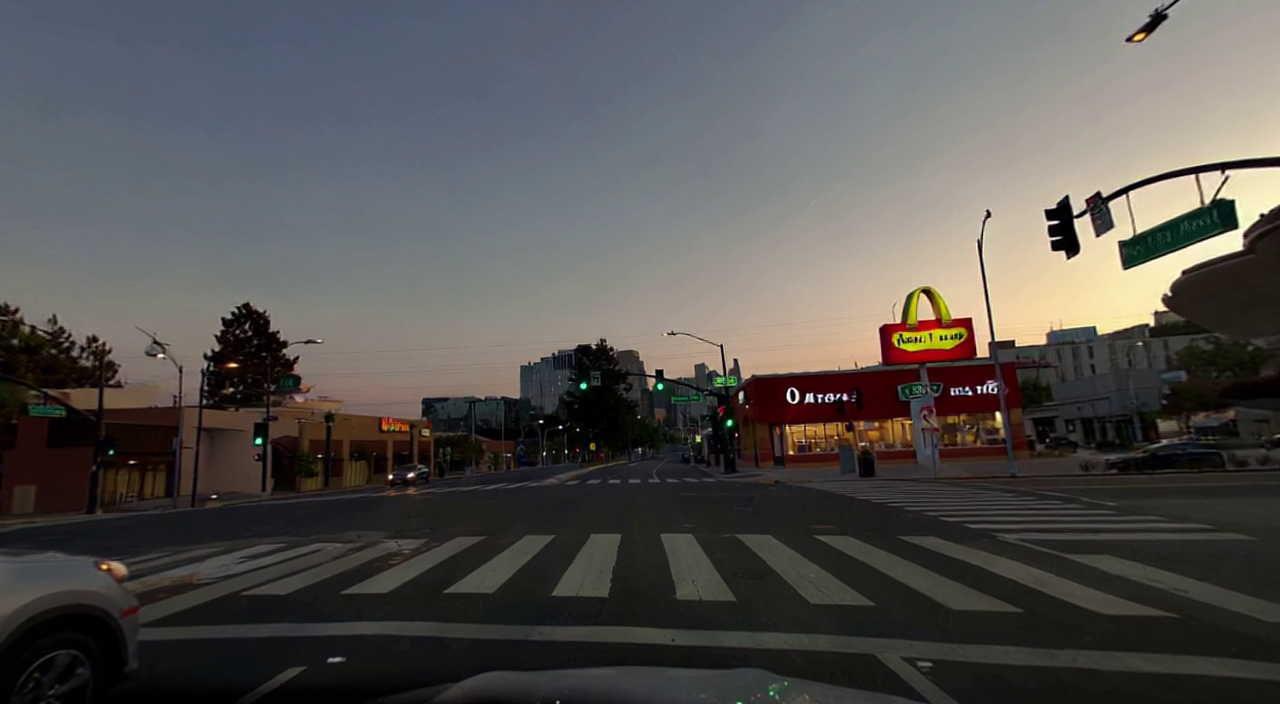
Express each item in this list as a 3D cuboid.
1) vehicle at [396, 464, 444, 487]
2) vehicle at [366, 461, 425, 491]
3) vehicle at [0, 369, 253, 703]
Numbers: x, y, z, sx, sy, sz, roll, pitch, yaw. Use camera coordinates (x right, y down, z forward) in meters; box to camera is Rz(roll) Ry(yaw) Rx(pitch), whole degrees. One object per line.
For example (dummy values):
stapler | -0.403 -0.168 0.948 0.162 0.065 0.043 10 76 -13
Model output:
vehicle | -15.751 8.854 45.284 1.931 1.471 4.152 0 -9 0
vehicle | -19.219 9.735 49.763 2.227 2.033 5.614 0 -9 2
vehicle | -3.418 0.754 1.393 2.081 1.644 4.523 0 -9 3
